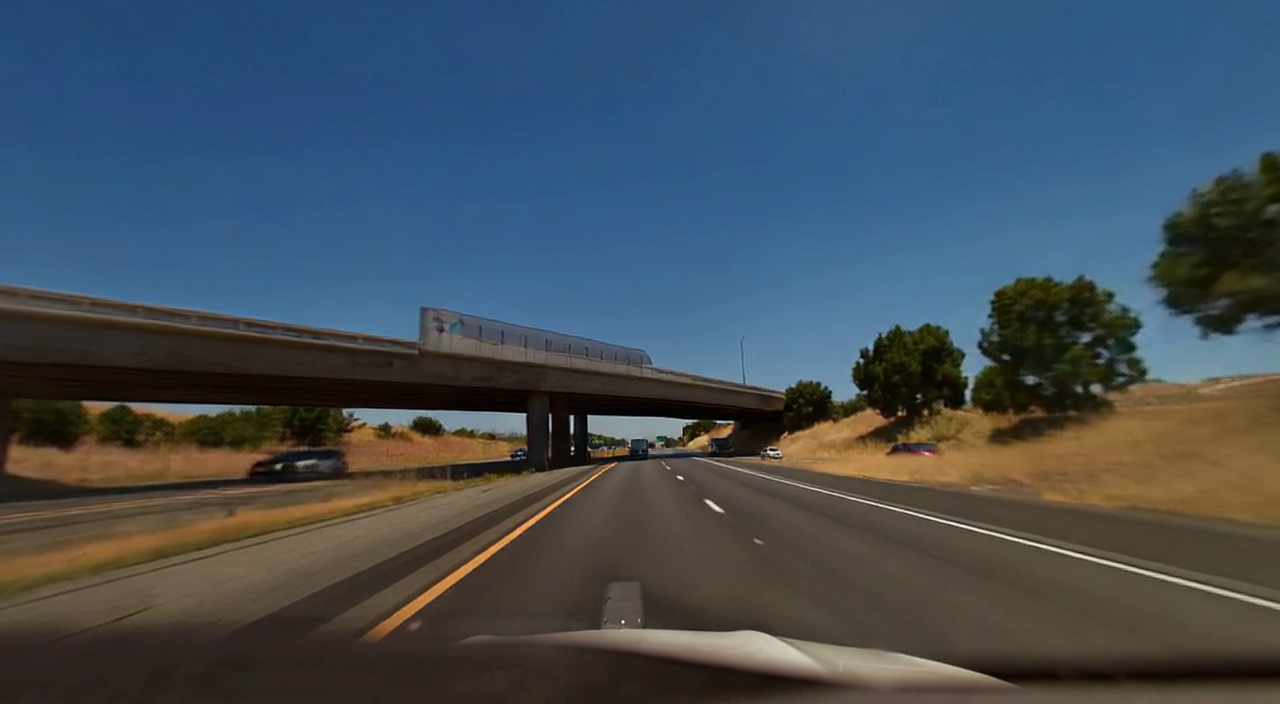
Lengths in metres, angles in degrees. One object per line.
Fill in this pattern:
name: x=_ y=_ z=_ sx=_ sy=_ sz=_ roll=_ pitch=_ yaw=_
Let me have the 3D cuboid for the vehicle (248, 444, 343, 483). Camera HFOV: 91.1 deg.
vehicle: x=-17.148 y=5.538 z=31.604 sx=2.051 sy=1.756 sz=4.755 roll=0 pitch=-8 yaw=0
